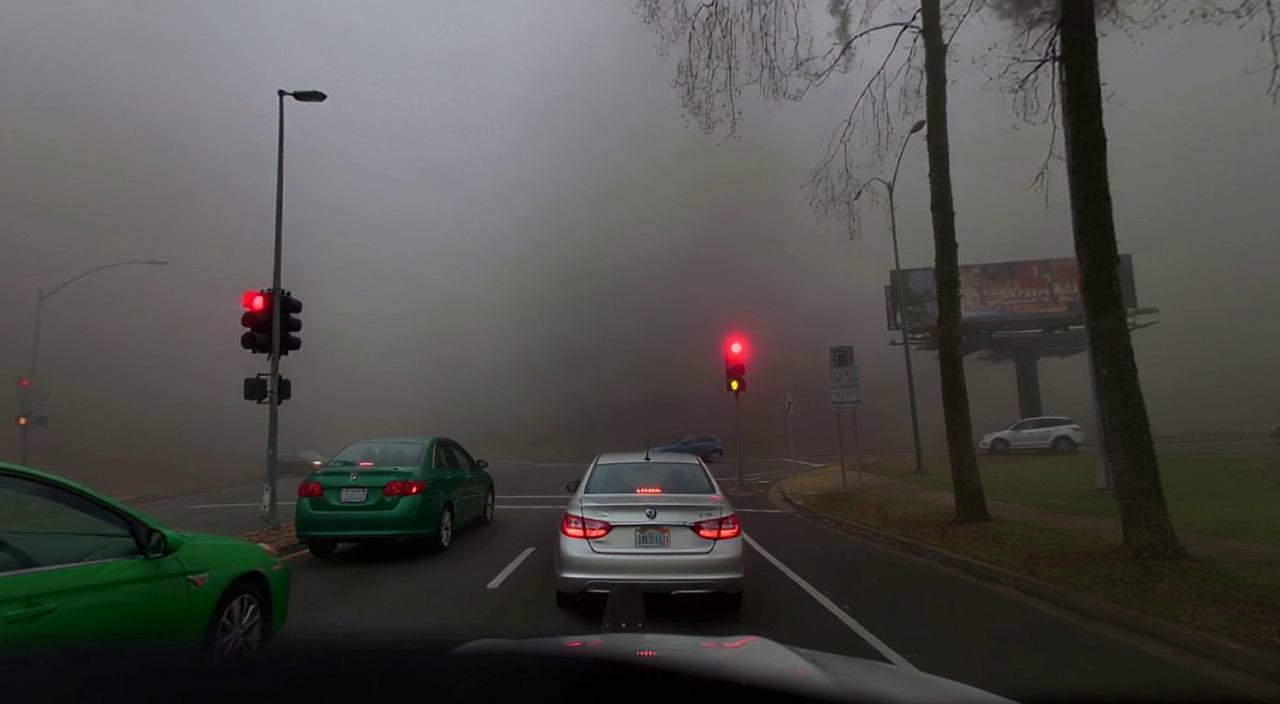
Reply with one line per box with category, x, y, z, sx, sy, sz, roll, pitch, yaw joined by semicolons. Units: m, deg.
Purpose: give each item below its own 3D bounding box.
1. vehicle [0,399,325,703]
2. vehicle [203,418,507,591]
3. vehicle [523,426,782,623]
vehicle;-3.145;0.974;2.421;1.808;1.520;3.846;-1;-9;1
vehicle;-3.166;1.781;8.133;1.950;1.628;4.082;-1;-9;1
vehicle;0.035;1.586;6.624;1.977;1.467;3.474;0;-9;-2
